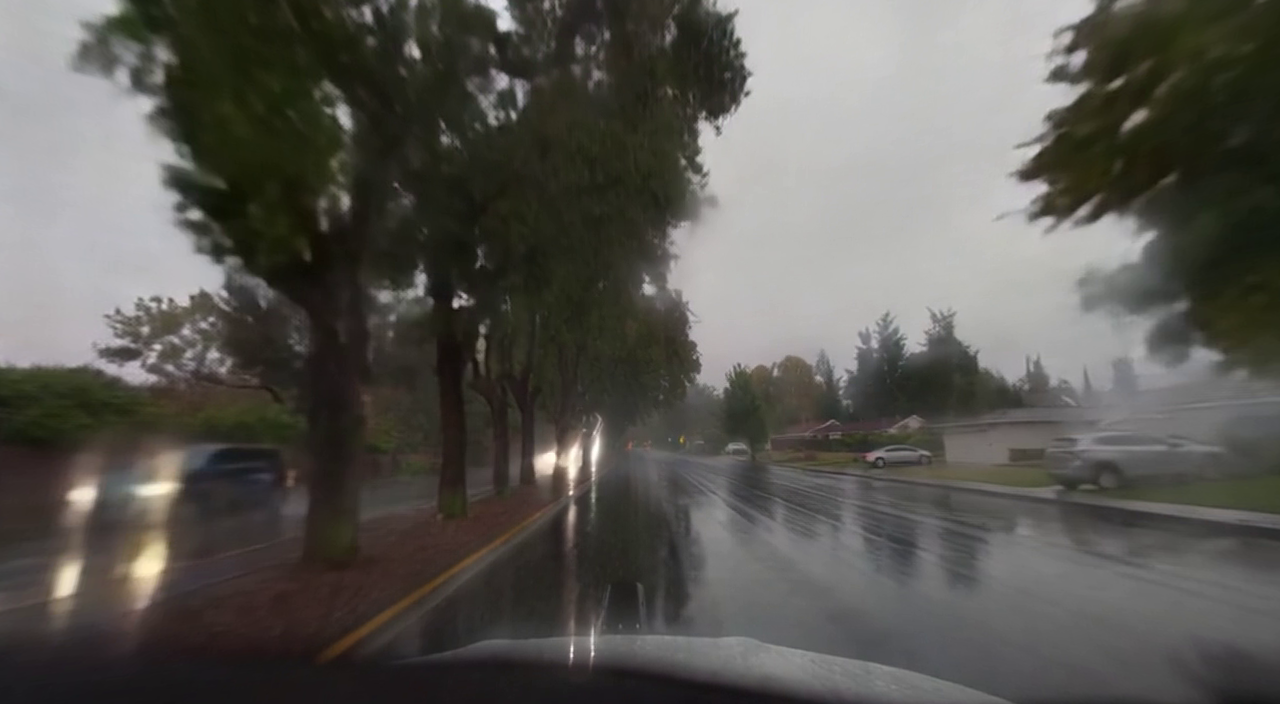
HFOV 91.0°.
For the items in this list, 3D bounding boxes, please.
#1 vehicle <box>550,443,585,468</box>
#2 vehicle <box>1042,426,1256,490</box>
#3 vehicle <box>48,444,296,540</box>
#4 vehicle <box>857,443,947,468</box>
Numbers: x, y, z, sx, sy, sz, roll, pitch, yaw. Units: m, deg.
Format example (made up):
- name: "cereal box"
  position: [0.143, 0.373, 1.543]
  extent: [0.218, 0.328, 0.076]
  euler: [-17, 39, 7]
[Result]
- name: "vehicle"
  position: [-5.635, 8.067, 49.393]
  extent: [2.071, 1.823, 4.799]
  euler: [0, -9, 2]
- name: "vehicle"
  position: [14.406, 3.008, 18.033]
  extent: [4.386, 1.711, 1.929]
  euler: [0, -9, 0]
- name: "vehicle"
  position: [-10.136, 2.999, 14.245]
  extent: [2.000, 1.728, 4.587]
  euler: [-2, -9, 1]
- name: "vehicle"
  position: [15.635, 6.191, 37.673]
  extent: [4.500, 1.390, 1.864]
  euler: [0, -8, -3]
